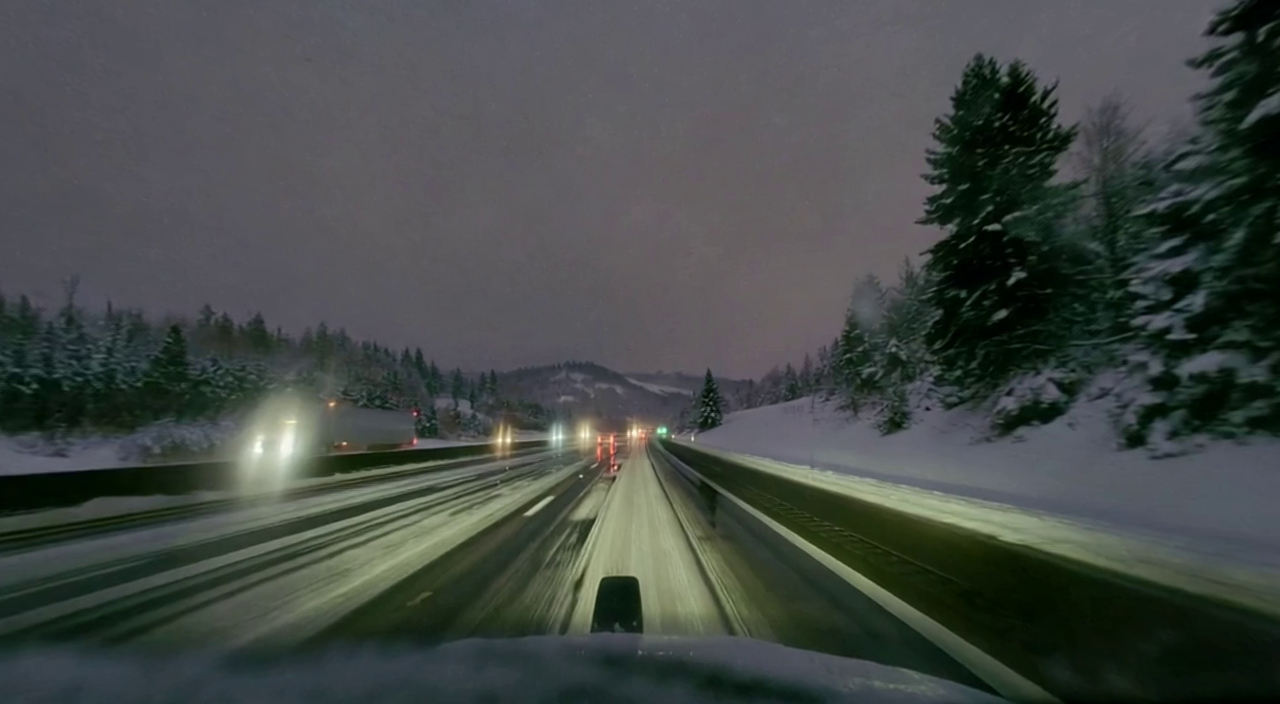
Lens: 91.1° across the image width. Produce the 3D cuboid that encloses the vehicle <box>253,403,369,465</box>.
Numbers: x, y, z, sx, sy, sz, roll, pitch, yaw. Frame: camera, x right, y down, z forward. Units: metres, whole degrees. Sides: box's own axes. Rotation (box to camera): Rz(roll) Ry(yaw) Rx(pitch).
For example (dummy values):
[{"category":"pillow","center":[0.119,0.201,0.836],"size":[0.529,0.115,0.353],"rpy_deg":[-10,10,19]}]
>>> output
[{"category":"vehicle","center":[-23.486,5.989,45.795],"size":[3.030,3.937,10.121],"rpy_deg":[0,-8,-1]}]
